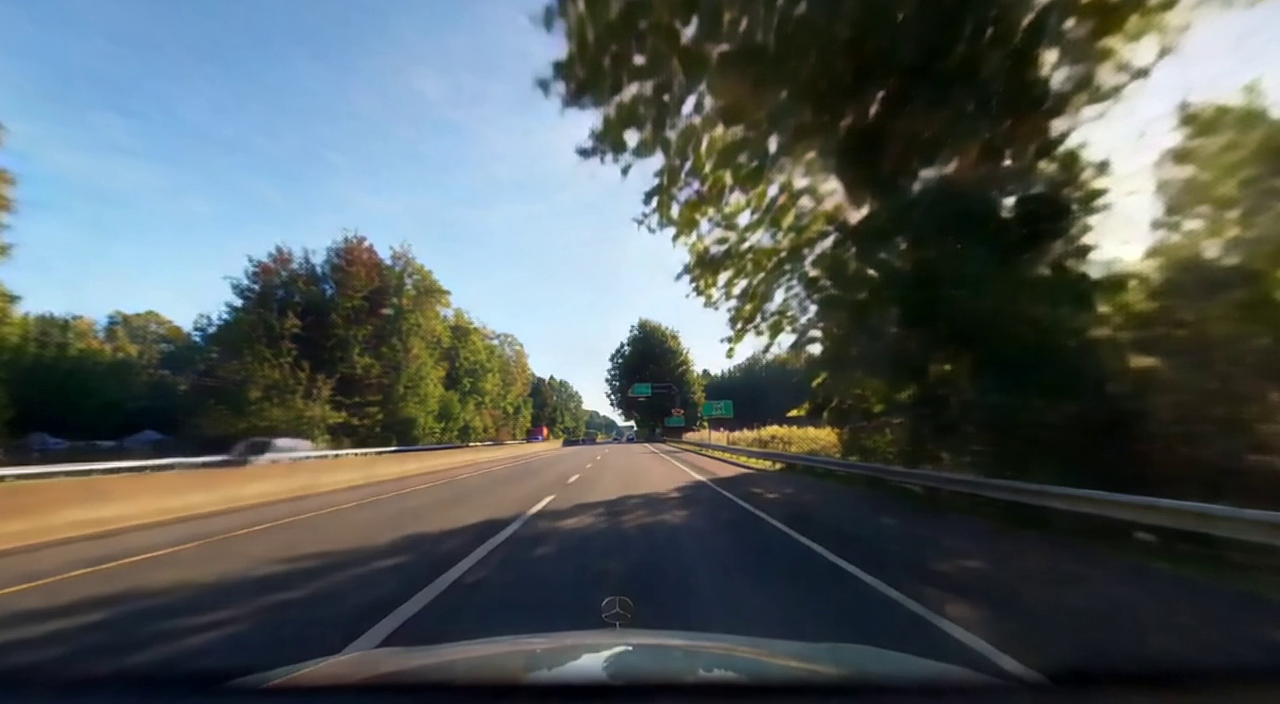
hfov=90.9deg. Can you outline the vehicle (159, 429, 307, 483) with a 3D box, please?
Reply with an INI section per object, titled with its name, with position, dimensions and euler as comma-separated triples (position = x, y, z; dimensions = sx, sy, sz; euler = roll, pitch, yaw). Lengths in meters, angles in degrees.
[vehicle]
position = -12.866, 3.277, 20.320
dimensions = 1.875, 1.534, 4.410
euler = 0, -8, -1
